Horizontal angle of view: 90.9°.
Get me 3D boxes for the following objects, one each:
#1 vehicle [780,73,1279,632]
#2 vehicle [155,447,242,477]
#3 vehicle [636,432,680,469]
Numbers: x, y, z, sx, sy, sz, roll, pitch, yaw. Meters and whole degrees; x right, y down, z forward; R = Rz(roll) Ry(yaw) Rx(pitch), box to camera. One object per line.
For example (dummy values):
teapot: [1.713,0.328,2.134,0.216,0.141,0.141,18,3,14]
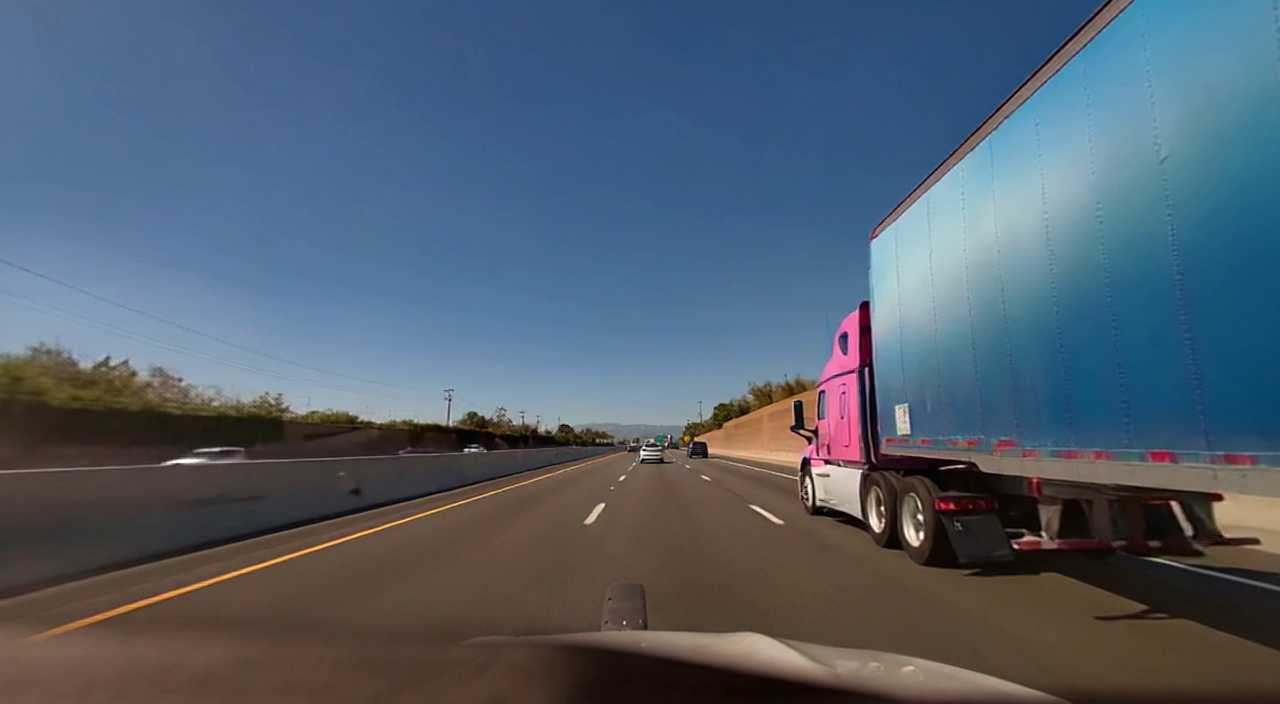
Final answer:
vehicle: [4.400,0.515,8.730,3.030,3.985,8.655,-1,-8,1]
vehicle: [-24.708,6.148,35.461,1.780,1.583,3.815,-1,-9,7]
vehicle: [0.946,5.335,34.400,2.205,1.860,4.301,0,-8,1]
